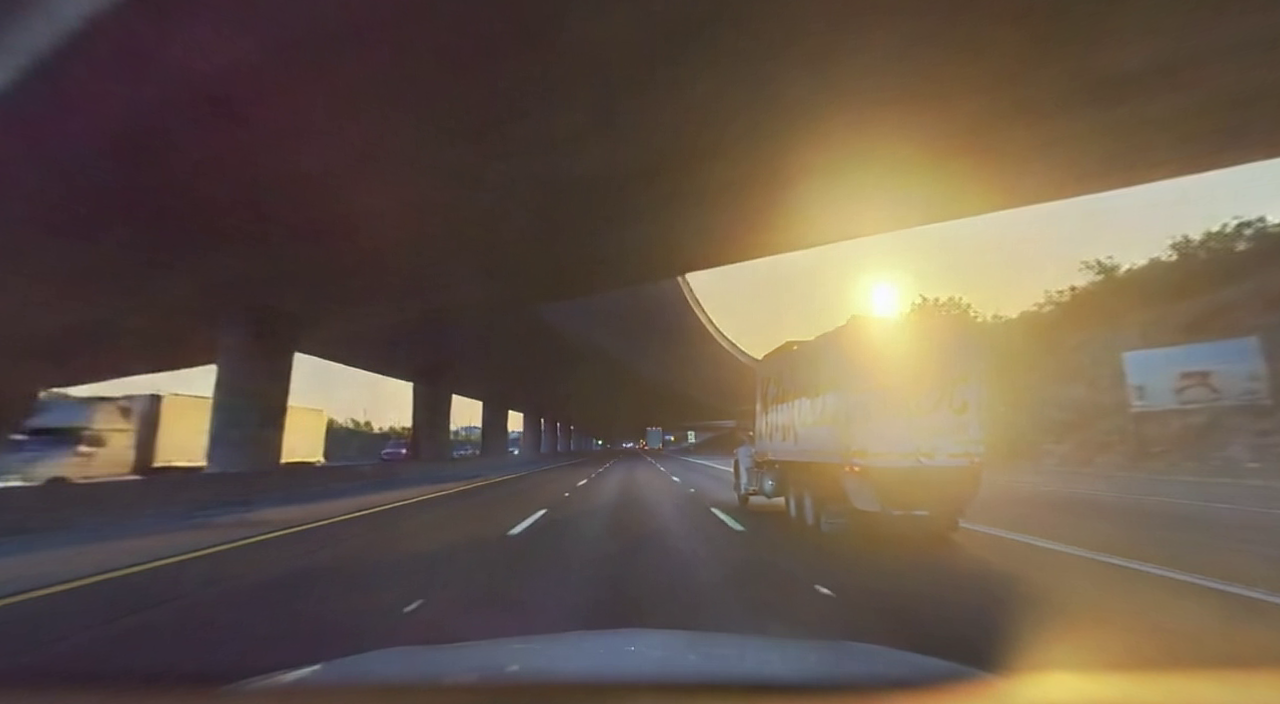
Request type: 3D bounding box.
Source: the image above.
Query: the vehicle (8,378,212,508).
[{"bbox_3d":[-20.821,3.673,25.306,2.968,4.613,5.614,0,-9,0],"label":"vehicle"}]
